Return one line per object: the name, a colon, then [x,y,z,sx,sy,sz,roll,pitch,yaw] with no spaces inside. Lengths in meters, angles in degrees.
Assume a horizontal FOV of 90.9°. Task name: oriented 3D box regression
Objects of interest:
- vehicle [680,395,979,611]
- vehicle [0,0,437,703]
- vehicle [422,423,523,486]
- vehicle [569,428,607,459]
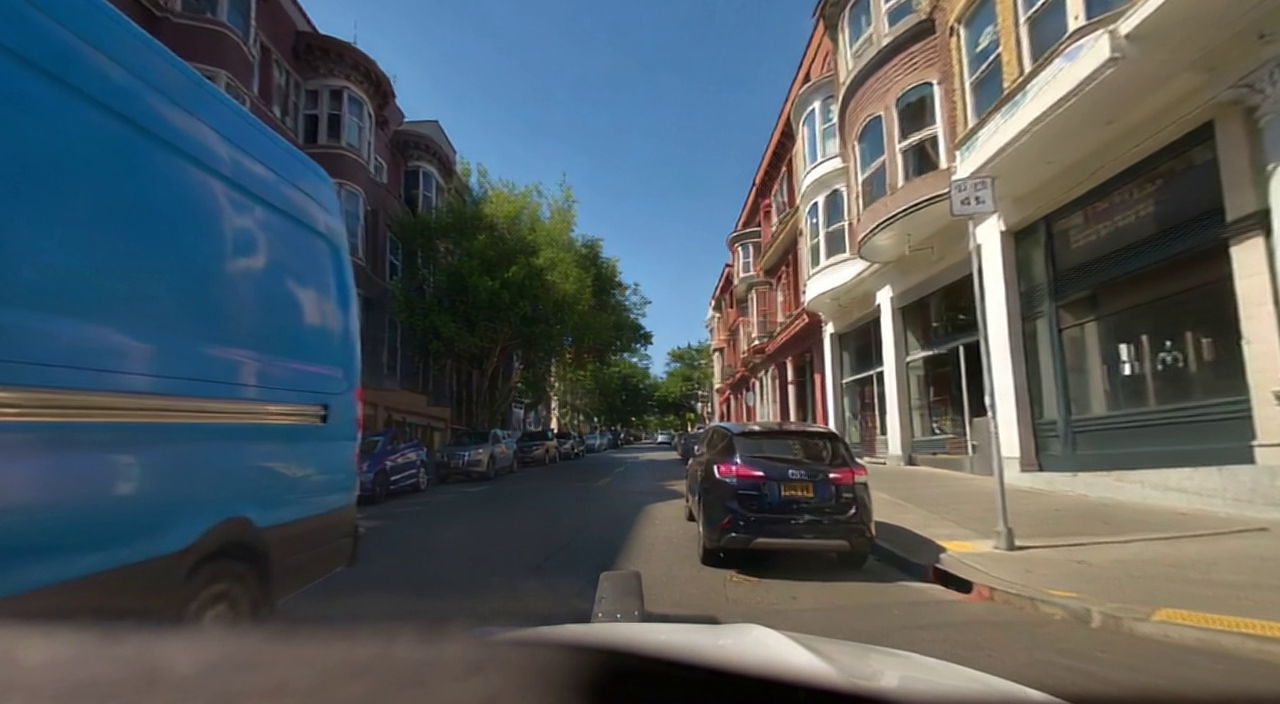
vehicle: [1.461,1.360,6.767,1.925,1.481,4.653,-1,-8,2]
vehicle: [-3.071,-0.103,1.473,2.558,3.014,7.101,-1,-9,2]
vehicle: [-4.978,3.039,19.324,1.867,1.519,3.920,1,-4,2]
vehicle: [-3.615,6.384,44.307,2.027,1.640,4.444,1,-3,3]
